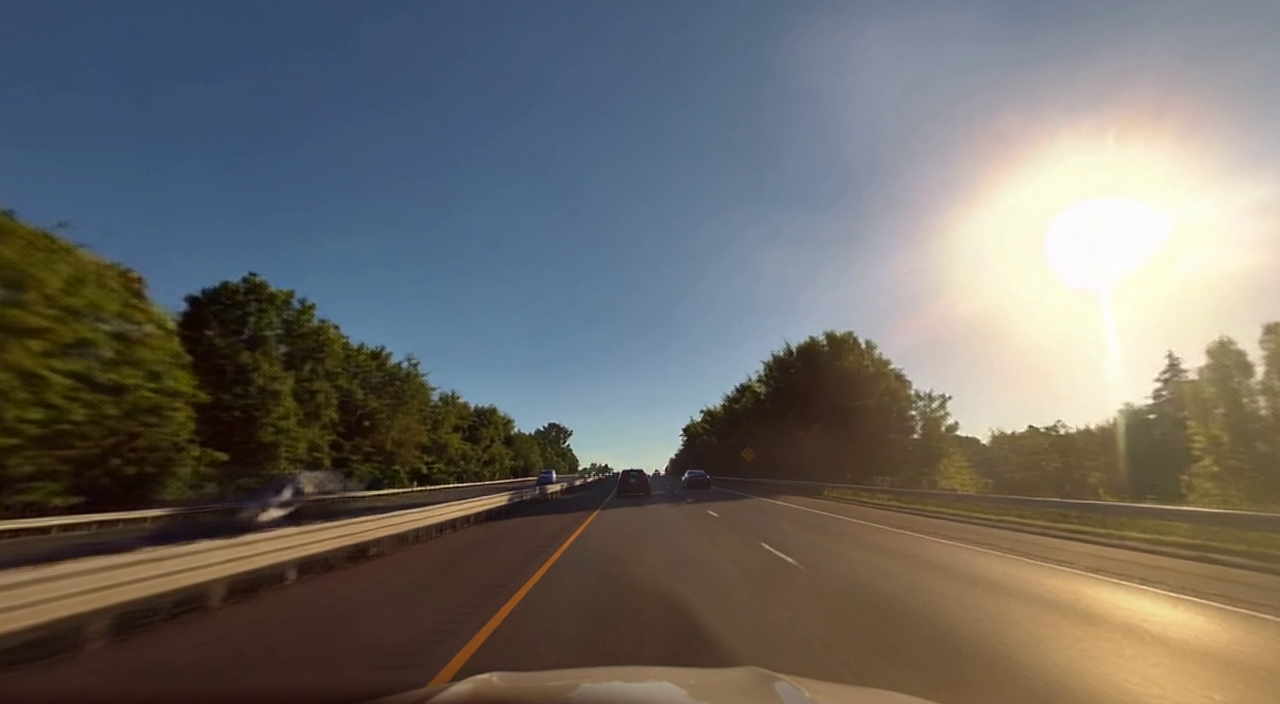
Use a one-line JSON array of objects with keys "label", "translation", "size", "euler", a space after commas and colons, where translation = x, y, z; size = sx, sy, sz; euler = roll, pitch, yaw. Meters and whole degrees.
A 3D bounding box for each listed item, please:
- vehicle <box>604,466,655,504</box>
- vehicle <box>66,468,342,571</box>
[{"label": "vehicle", "translation": [-0.419, 5.733, 27.396], "size": [2.060, 1.473, 3.726], "euler": [1, -10, 0]}, {"label": "vehicle", "translation": [-7.580, 2.917, 11.667], "size": [1.872, 1.487, 4.411], "euler": [1, -10, 1]}]
